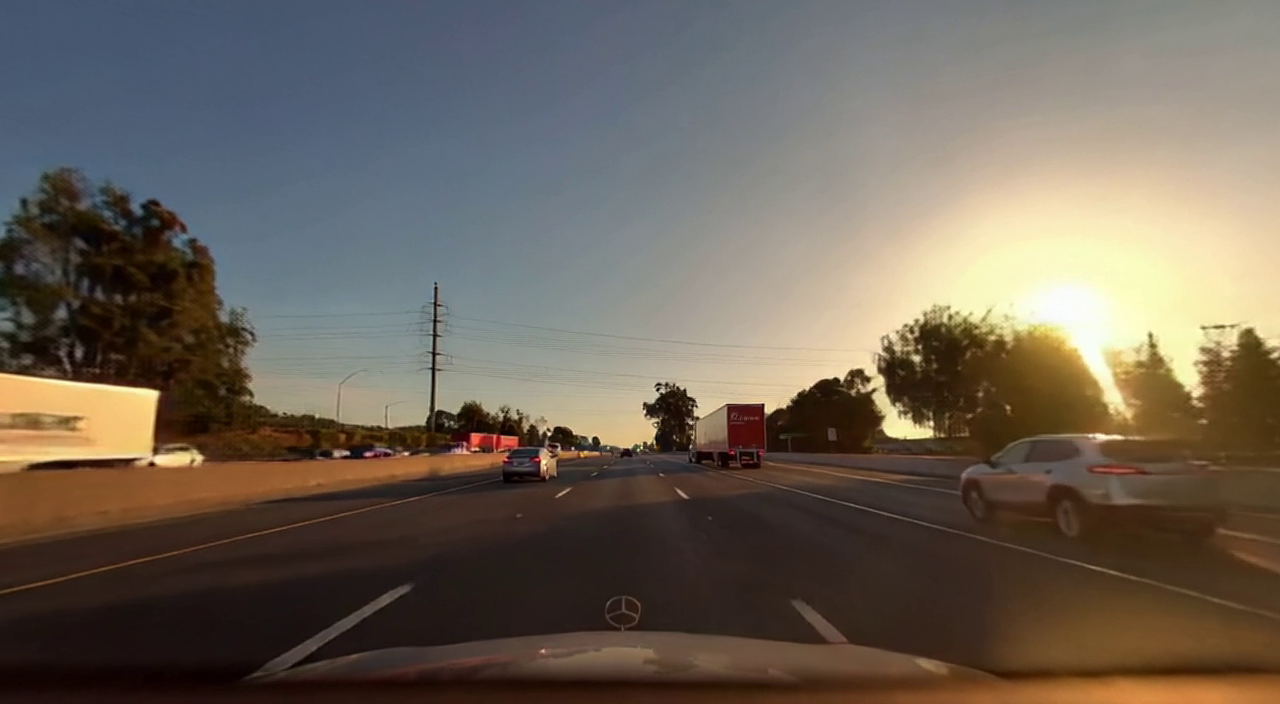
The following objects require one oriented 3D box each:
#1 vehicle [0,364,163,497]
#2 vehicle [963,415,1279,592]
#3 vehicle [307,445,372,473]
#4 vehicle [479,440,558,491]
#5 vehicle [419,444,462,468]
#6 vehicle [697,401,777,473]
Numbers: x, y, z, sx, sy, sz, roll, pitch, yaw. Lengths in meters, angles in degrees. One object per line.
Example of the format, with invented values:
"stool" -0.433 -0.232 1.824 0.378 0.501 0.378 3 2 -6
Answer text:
"vehicle" -20.572 2.193 17.888 2.870 3.936 14.771 0 -9 -1
"vehicle" 6.395 1.767 8.222 1.991 1.647 4.409 0 -9 -1
"vehicle" -17.527 6.248 37.032 1.975 1.557 3.814 0 -9 -1
"vehicle" -4.248 4.042 22.821 2.027 1.651 4.099 0 -9 0
"vehicle" -13.527 7.084 43.103 1.734 1.554 3.743 0 -9 -1
"vehicle" 6.465 6.219 45.292 2.919 4.195 15.833 0 -9 -1
